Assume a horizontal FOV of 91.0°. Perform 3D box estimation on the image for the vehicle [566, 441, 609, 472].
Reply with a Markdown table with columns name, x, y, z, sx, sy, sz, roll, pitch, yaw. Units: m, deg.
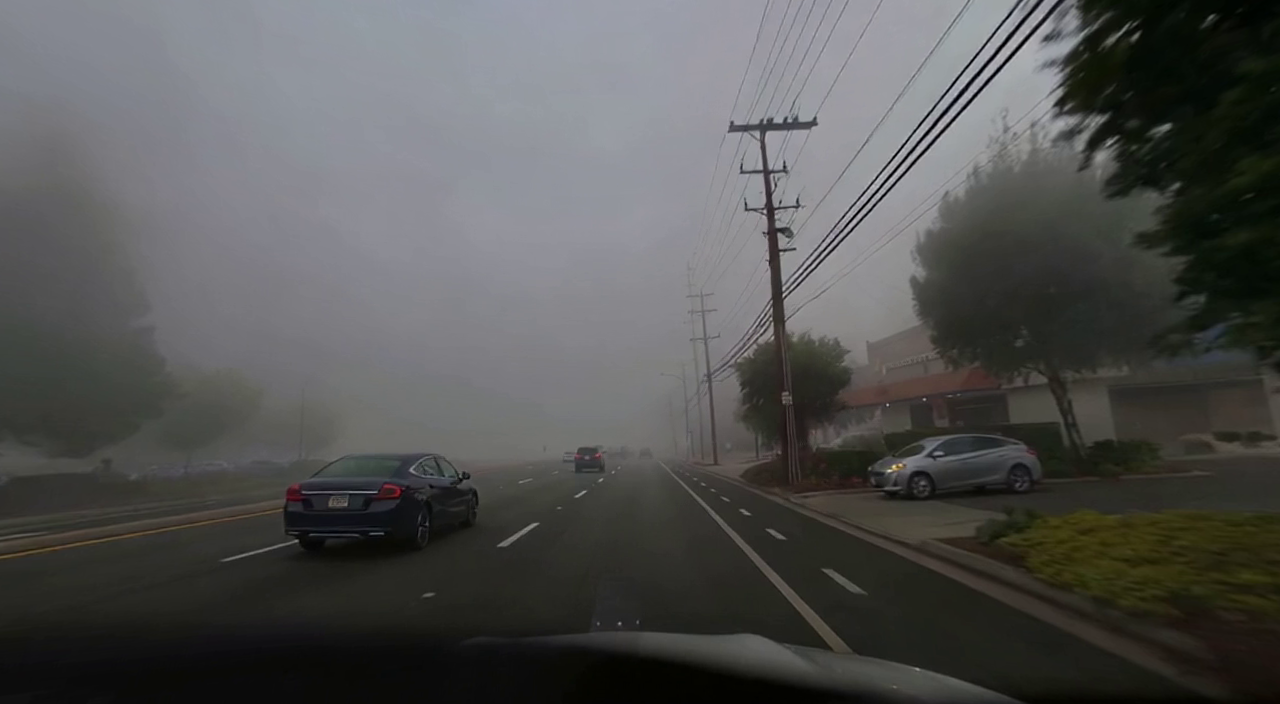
| name | x | y | z | sx | sy | sz | roll | pitch | yaw |
| --- | --- | --- | --- | --- | --- | --- | --- | --- | --- |
| vehicle | -3.133 | 6.346 | 38.428 | 2.087 | 1.736 | 4.311 | 0 | -9 | 2 |

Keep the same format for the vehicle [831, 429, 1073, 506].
| name | x | y | z | sx | sy | sz | roll | pitch | yaw |
| --- | --- | --- | --- | --- | --- | --- | --- | --- | --- |
| vehicle | 6.893 | 2.593 | 14.315 | 4.465 | 1.566 | 1.923 | 0 | -9 | -1 |

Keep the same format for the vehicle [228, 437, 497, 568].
| name | x | y | z | sx | sy | sz | roll | pitch | yaw |
| --- | --- | --- | --- | --- | --- | --- | --- | --- | --- |
| vehicle | -3.681 | 2.059 | 9.454 | 1.942 | 1.469 | 4.426 | 0 | -9 | 1 |
